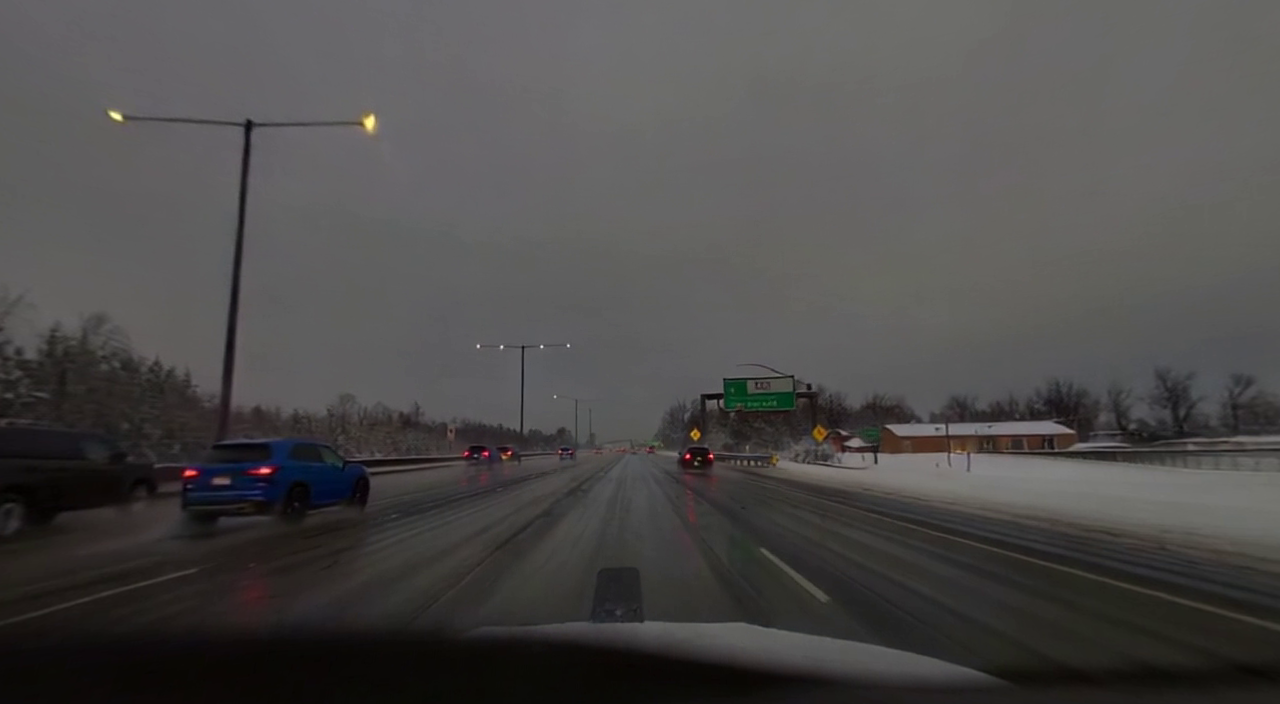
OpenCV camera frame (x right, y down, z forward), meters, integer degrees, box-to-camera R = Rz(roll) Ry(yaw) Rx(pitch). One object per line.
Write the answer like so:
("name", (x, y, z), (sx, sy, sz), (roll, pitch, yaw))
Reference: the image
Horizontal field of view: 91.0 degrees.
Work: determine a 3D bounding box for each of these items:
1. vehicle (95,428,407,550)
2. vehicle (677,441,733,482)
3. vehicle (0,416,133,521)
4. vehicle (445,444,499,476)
("vehicle", (-6.835, 2.453, 12.149), (2.524, 1.806, 5.325), (0, -8, 1))
("vehicle", (3.170, 5.477, 31.830), (2.184, 1.892, 4.763), (0, -8, -1))
("vehicle", (-14.482, 2.469, 13.415), (2.654, 2.145, 5.489), (0, -8, 1))
("vehicle", (-10.823, 6.957, 40.830), (2.137, 1.873, 4.687), (0, -8, 1))
